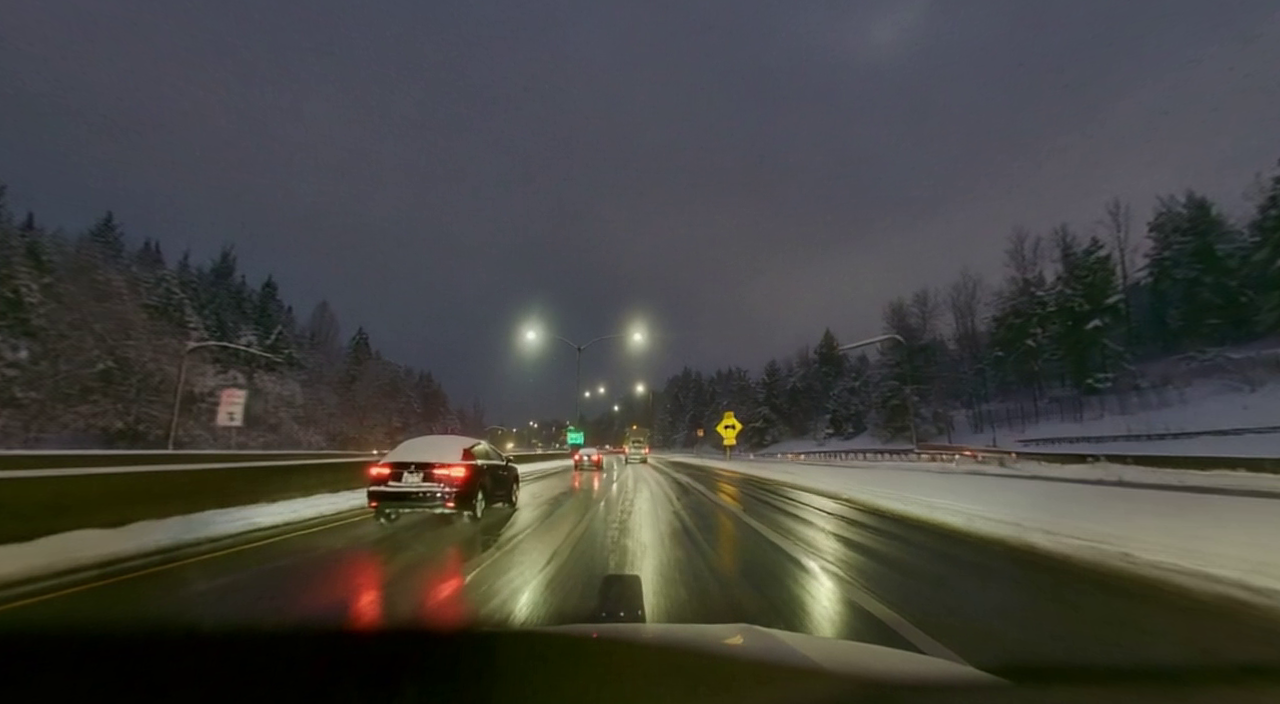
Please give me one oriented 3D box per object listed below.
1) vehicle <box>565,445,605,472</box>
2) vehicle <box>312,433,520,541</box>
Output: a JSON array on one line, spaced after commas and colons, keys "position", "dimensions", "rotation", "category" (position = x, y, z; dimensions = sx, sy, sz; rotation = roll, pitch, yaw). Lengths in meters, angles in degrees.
[{"position": [-3.076, 6.063, 36.051], "dimensions": [1.965, 1.459, 4.145], "rotation": [0, -9, -1], "category": "vehicle"}, {"position": [-3.638, 2.278, 11.341], "dimensions": [2.012, 1.510, 4.672], "rotation": [0, -9, 0], "category": "vehicle"}]
